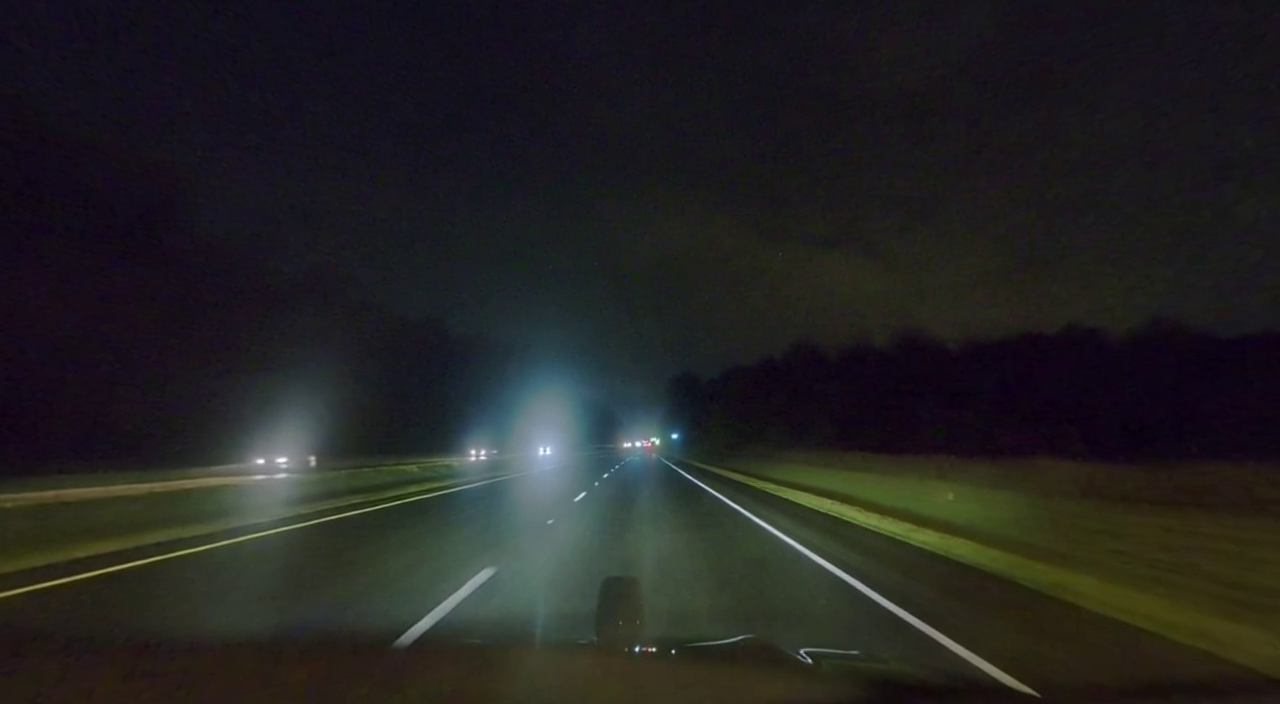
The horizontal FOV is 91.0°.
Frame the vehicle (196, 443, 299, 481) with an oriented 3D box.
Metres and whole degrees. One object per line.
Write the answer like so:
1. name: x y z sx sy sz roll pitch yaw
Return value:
1. vehicle: -19.241 5.406 31.185 1.988 1.732 4.634 0 -9 2
